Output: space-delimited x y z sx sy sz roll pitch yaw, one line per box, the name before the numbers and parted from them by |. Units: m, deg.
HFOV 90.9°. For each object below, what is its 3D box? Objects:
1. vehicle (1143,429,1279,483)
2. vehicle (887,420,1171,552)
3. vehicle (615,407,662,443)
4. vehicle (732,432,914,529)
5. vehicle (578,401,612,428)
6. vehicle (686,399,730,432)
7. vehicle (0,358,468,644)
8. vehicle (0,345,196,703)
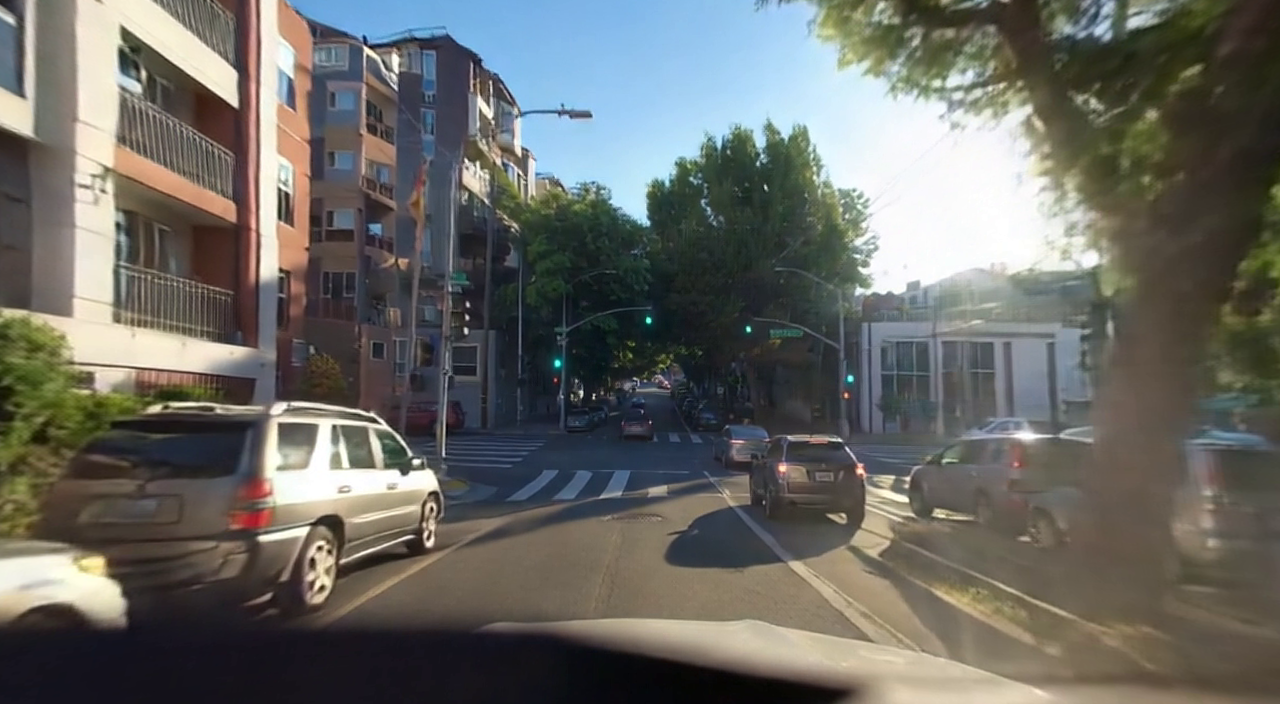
vehicle | 19.155 3.326 20.268 4.132 1.618 1.978 0 -9 2
vehicle | 6.111 2.137 10.772 1.999 1.752 4.502 0 -9 1
vehicle | -0.036 3.217 27.963 1.923 1.460 3.923 0 -6 1
vehicle | 3.121 2.310 11.955 2.055 1.450 4.676 0 -9 0
vehicle | -2.733 3.938 39.200 1.878 1.521 3.697 0 -9 -1
vehicle | 3.834 3.724 36.355 2.093 1.655 4.327 0 -9 1
vehicle | -3.539 1.325 6.600 2.016 1.885 4.723 0 -9 1
vehicle | -3.509 0.657 1.335 1.922 1.704 4.398 0 -9 -1
